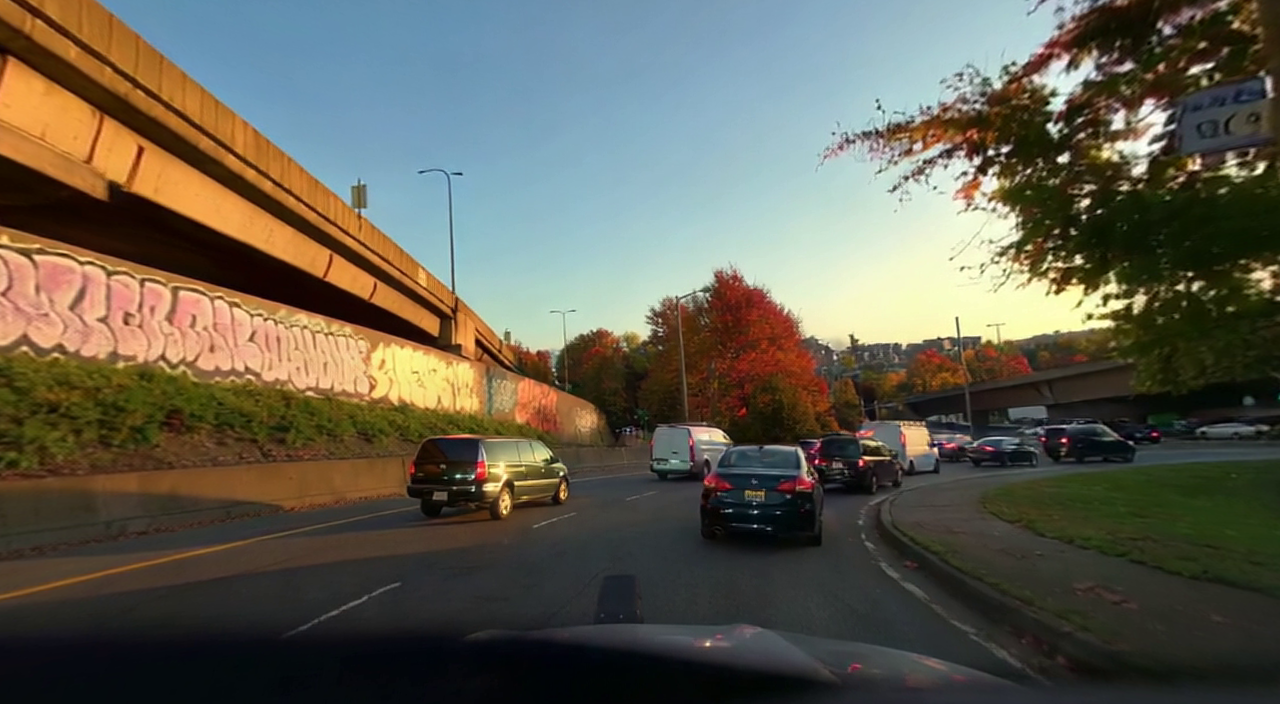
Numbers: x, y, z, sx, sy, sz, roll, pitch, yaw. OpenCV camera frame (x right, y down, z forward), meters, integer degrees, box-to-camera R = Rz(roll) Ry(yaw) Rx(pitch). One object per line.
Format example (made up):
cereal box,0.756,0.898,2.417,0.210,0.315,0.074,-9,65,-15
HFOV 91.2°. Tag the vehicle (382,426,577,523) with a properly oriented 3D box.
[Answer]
vehicle,-2.874,2.320,12.339,1.921,1.554,4.081,-3,-9,15

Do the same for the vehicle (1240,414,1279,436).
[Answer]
vehicle,49.540,5.643,48.527,1.784,1.576,4.027,6,-11,-35

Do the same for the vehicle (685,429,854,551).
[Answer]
vehicle,2.243,2.073,10.037,2.064,1.515,3.722,-4,-9,20

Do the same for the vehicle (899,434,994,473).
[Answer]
vehicle,12.324,4.041,25.085,3.902,1.446,1.780,7,-11,-37

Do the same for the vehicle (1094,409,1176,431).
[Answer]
vehicle,36.833,5.112,46.721,1.835,1.520,4.294,4,-10,-27

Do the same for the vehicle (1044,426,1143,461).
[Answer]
vehicle,20.899,4.235,28.868,3.934,1.485,1.763,4,-10,-22
